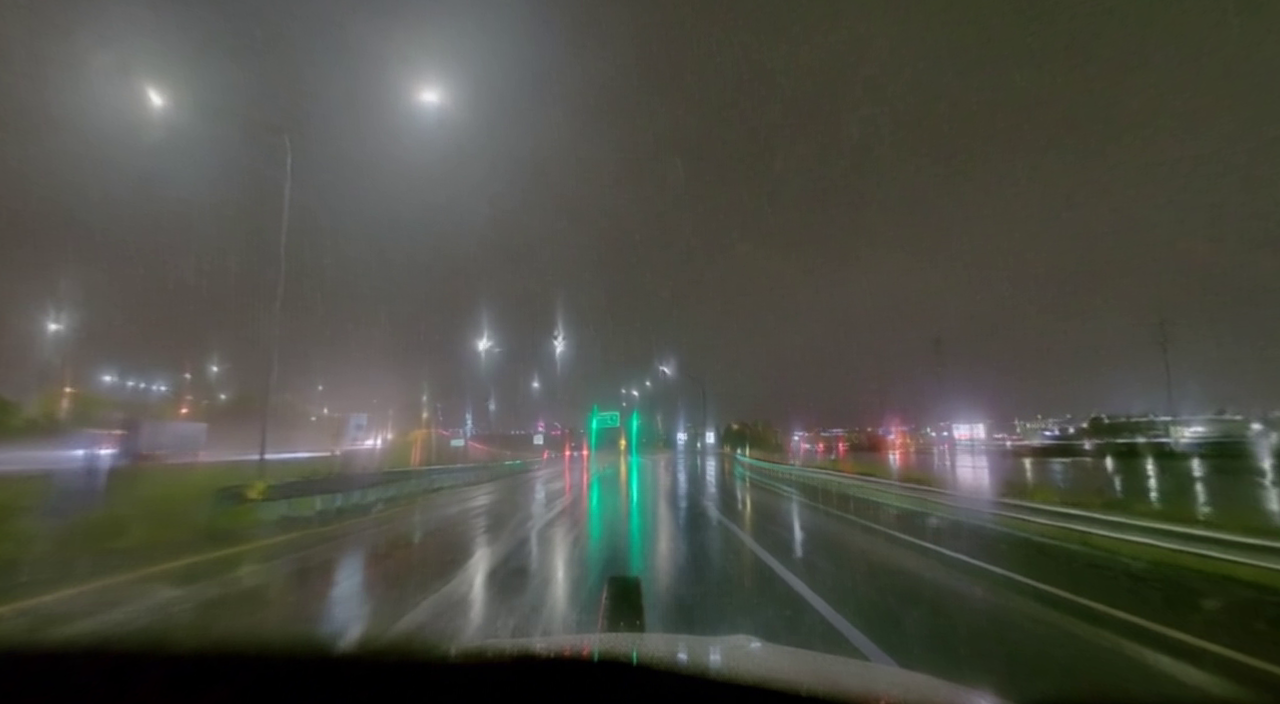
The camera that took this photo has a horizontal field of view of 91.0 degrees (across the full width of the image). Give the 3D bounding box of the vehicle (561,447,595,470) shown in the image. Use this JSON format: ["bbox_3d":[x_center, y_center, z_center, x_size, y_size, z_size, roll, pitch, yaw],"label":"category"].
[{"bbox_3d":[-4.556,7.922,46.944,2.234,1.588,4.484,1,-8,-2],"label":"vehicle"}]
